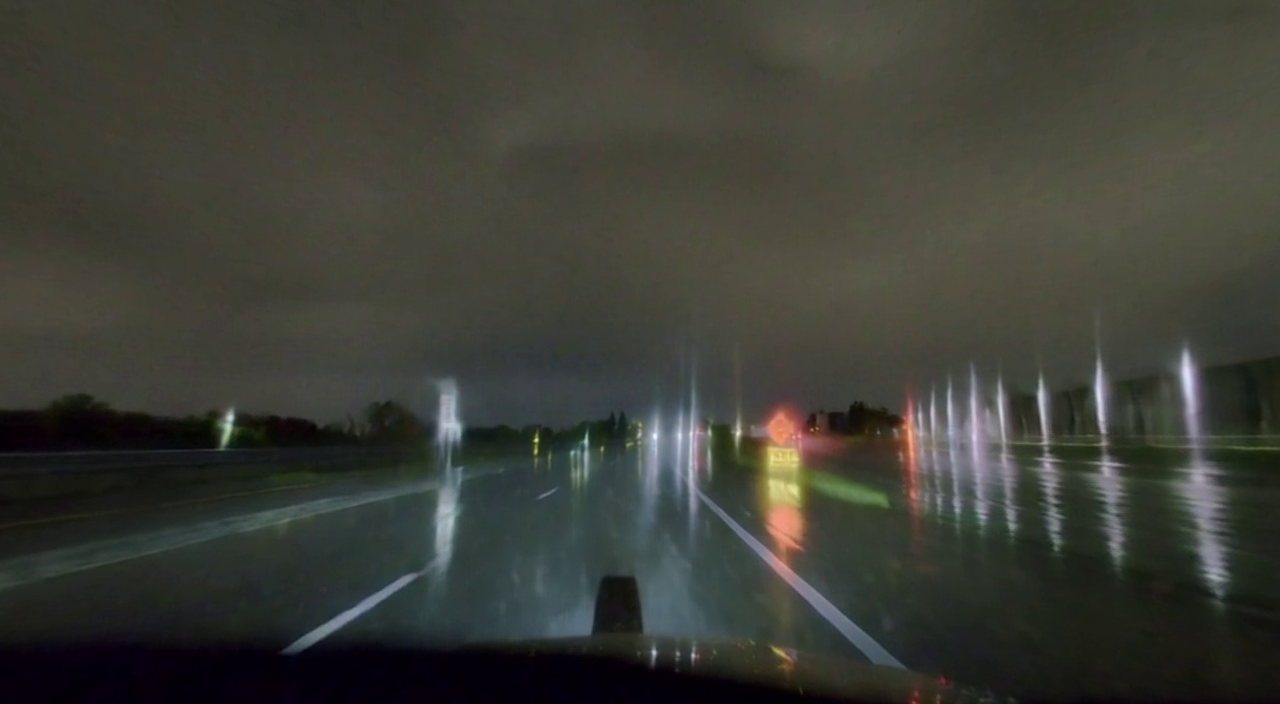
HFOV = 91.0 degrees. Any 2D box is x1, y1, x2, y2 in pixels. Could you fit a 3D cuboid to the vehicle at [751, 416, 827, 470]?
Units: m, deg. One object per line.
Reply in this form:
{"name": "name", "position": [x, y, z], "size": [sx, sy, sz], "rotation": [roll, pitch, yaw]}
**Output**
{"name": "vehicle", "position": [5.960, 3.720, 25.748], "size": [1.914, 2.013, 4.041], "rotation": [0, -8, -3]}
